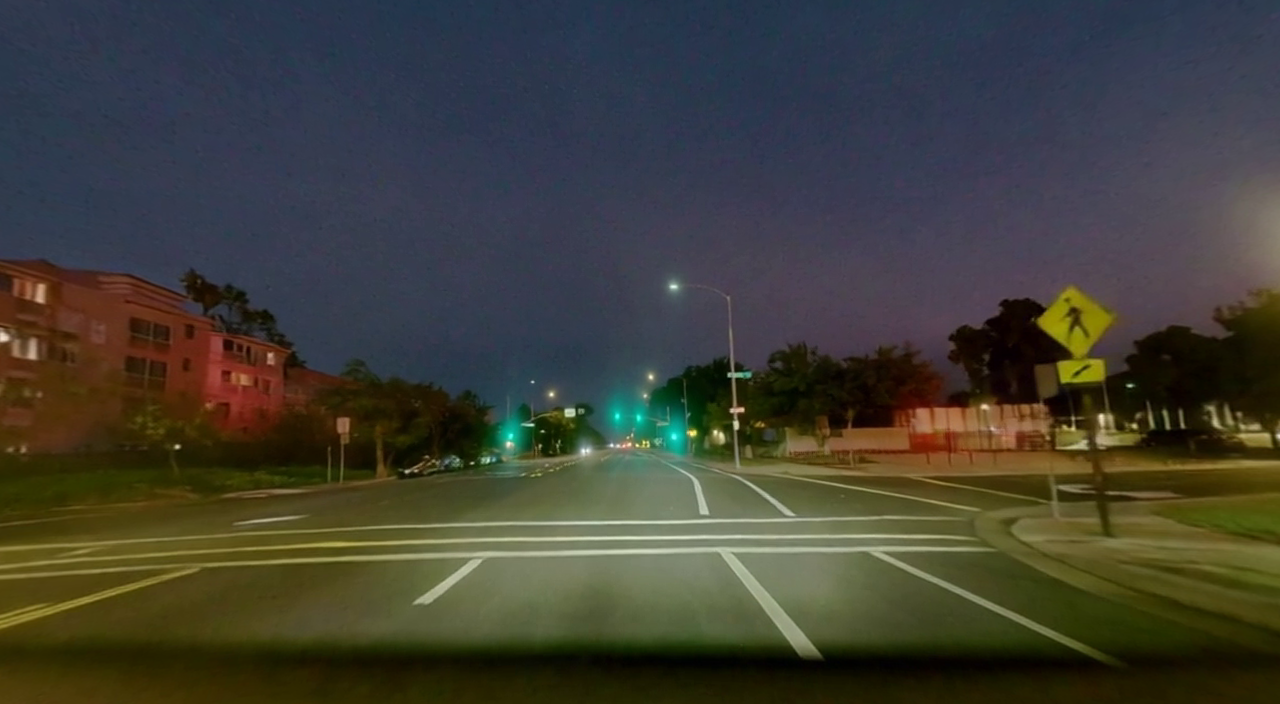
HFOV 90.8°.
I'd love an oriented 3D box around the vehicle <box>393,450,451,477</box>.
[{"bbox_3d":[-14.619,7.534,42.624,2.085,1.685,4.523,-1,-10,4],"label":"vehicle"}]
